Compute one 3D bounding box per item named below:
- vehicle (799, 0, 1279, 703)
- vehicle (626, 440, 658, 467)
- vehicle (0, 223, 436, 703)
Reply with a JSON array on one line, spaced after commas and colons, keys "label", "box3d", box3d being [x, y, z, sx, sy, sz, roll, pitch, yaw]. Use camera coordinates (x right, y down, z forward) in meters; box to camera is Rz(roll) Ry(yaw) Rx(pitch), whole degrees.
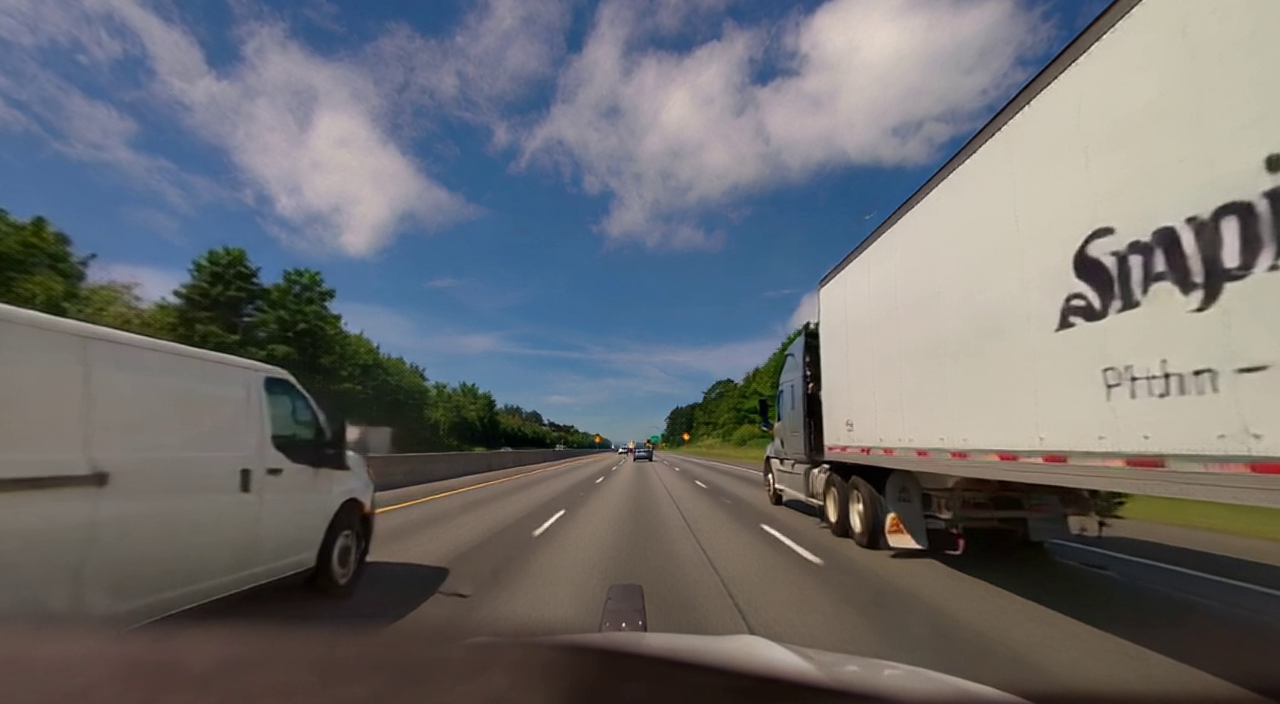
[{"label": "vehicle", "box3d": [4.337, -0.129, 4.023, 3.011, 4.028, 13.890, 0, -9, 0]}, {"label": "vehicle", "box3d": [0.132, 6.909, 42.954, 2.067, 1.690, 3.901, 0, -9, 0]}, {"label": "vehicle", "box3d": [-3.295, 0.757, 3.165, 2.572, 1.927, 5.803, 0, -9, 0]}]
